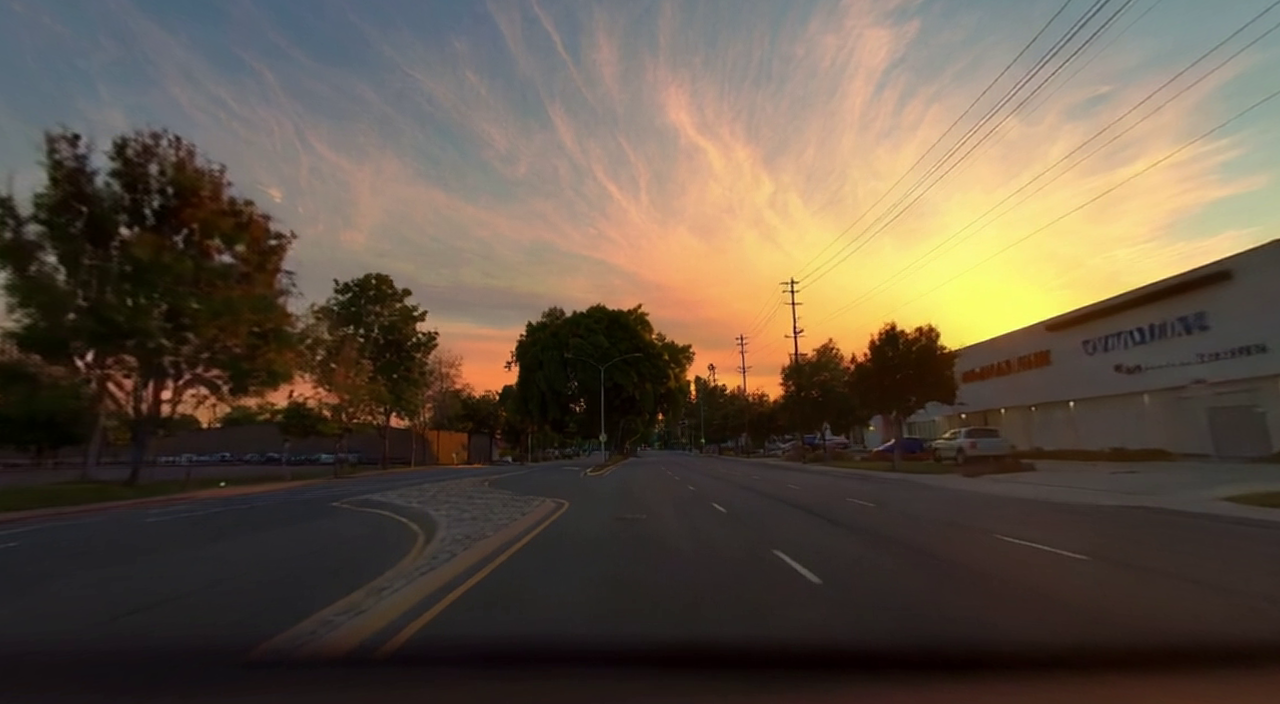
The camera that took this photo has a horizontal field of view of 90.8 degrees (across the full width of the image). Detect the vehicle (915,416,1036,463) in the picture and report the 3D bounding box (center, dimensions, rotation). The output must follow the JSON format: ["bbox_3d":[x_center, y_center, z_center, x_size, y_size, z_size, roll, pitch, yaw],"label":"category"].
[{"bbox_3d":[14.897,3.990,28.572,2.195,1.926,5.466,0,-9,-4],"label":"vehicle"}]
